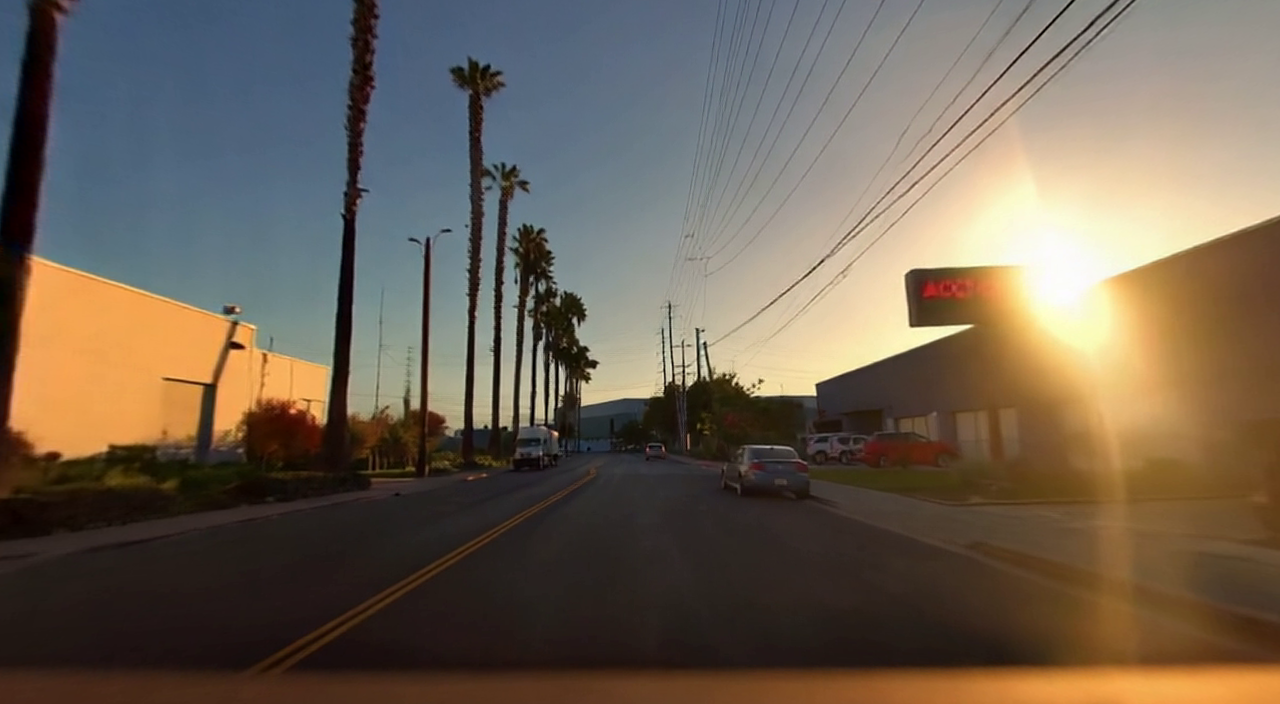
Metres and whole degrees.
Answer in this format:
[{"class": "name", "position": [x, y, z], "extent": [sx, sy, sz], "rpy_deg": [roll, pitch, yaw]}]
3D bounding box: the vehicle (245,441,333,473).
[{"class": "vehicle", "position": [-20.417, 6.142, 37.095], "extent": [2.152, 1.746, 5.461], "rpy_deg": [0, -9, -1]}]

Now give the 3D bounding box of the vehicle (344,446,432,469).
[{"class": "vehicle", "position": [-16.596, 6.950, 41.725], "extent": [4.890, 1.483, 2.055], "rpy_deg": [0, -9, 3]}]

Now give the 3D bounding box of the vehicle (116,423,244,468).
[{"class": "vehicle", "position": [-35.728, 7.301, 49.204], "extent": [7.633, 3.371, 2.994], "rpy_deg": [-1, -9, 4]}]

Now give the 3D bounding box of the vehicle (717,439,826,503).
[{"class": "vehicle", "position": [3.647, 3.389, 18.463], "extent": [2.111, 1.611, 4.576], "rpy_deg": [0, -9, -1]}]

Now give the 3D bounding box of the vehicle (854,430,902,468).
[{"class": "vehicle", "position": [12.659, 5.115, 33.412], "extent": [2.159, 1.840, 4.404], "rpy_deg": [-3, -9, 22]}]

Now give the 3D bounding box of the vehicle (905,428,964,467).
[{"class": "vehicle", "position": [15.274, 4.989, 33.041], "extent": [2.311, 1.876, 4.987], "rpy_deg": [-3, -9, 20]}]

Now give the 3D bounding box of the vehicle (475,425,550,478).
[{"class": "vehicle", "position": [-7.564, 5.997, 38.347], "extent": [2.845, 2.738, 7.208], "rpy_deg": [-3, -9, 2]}]
